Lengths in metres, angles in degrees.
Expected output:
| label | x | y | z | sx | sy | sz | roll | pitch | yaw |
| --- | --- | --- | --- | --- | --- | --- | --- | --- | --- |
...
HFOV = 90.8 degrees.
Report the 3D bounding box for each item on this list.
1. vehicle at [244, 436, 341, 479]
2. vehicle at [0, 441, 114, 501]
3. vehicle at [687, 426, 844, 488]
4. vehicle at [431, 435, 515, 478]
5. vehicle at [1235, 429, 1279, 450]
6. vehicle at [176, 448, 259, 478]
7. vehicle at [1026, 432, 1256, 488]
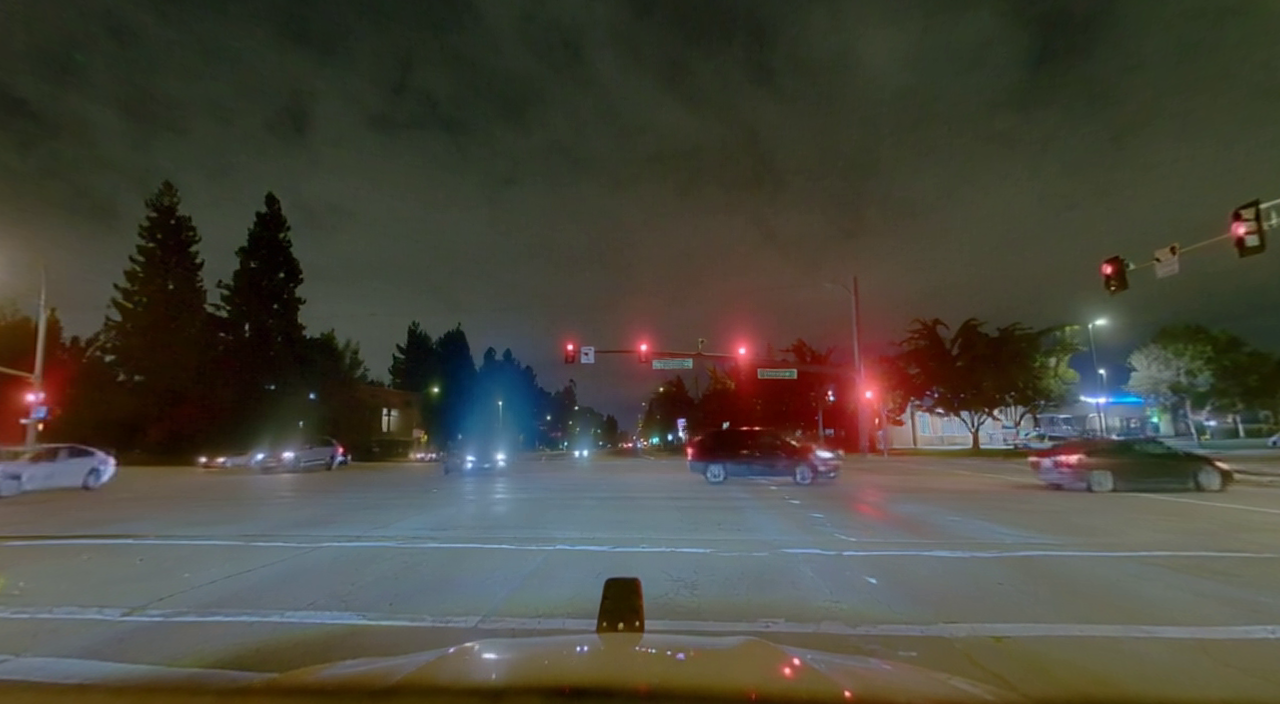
| label | x | y | z | sx | sy | sz | roll | pitch | yaw |
| --- | --- | --- | --- | --- | --- | --- | --- | --- | --- |
| vehicle | -16.382 | 4.971 | 30.106 | 1.977 | 1.878 | 4.575 | 0 | -9 | 0 |
| vehicle | -19.612 | 3.709 | 19.999 | 2.088 | 1.743 | 4.417 | 0 | -9 | -1 |
| vehicle | 4.182 | 3.489 | 21.233 | 4.767 | 1.877 | 2.017 | -4 | -10 | 26 |
| vehicle | -7.278 | 4.457 | 27.277 | 1.982 | 1.678 | 4.180 | 6 | -11 | -37 |
| vehicle | 45.689 | 6.277 | 45.252 | 1.786 | 1.412 | 4.330 | 0 | -9 | 0 |
| vehicle | -26.923 | 7.032 | 40.467 | 2.007 | 1.783 | 4.694 | 0 | -9 | 0 |
| vehicle | 13.832 | 3.009 | 17.735 | 4.532 | 1.467 | 2.135 | -1 | -9 | 4 |
